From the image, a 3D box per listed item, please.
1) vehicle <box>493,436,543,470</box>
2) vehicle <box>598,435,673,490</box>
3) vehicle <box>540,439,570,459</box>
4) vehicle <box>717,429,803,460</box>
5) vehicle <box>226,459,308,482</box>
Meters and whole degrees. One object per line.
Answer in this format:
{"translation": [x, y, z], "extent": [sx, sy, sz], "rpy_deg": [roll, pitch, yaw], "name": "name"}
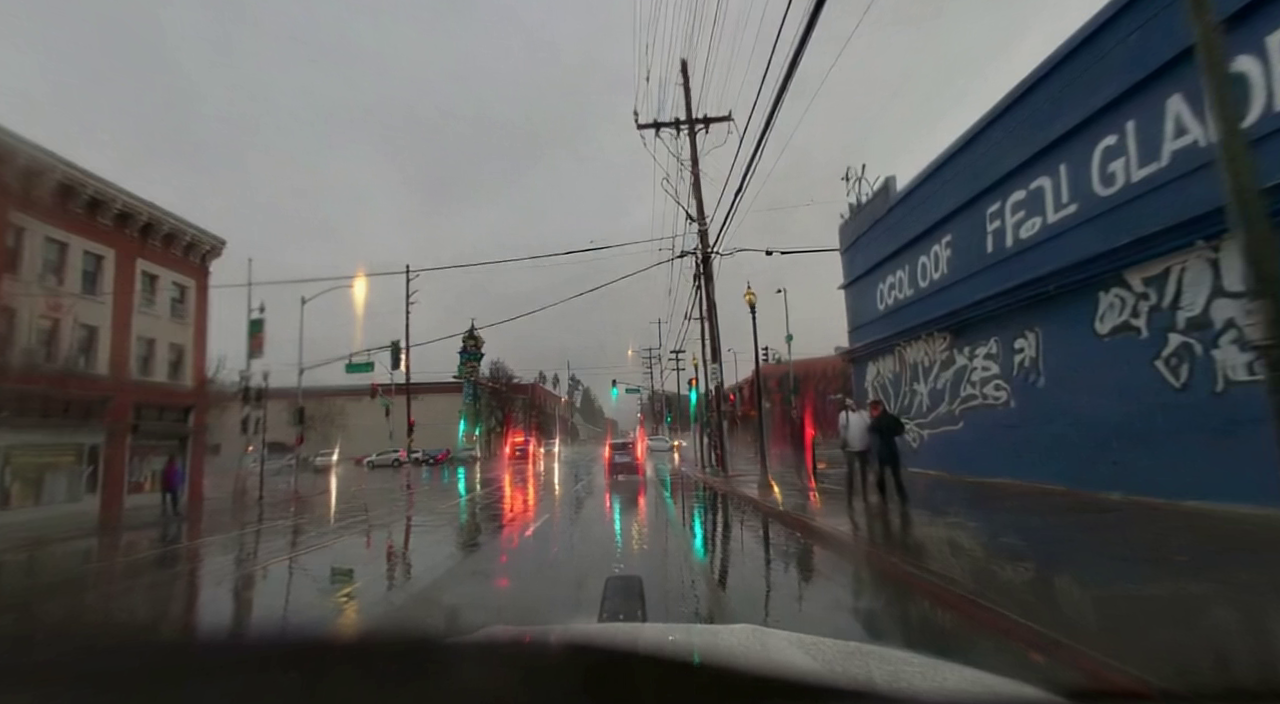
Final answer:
{"translation": [-6.709, 5.614, 35.298], "extent": [2.063, 1.751, 4.229], "rpy_deg": [0, -8, -2], "name": "vehicle"}
{"translation": [-0.201, 3.380, 19.660], "extent": [2.059, 1.497, 4.260], "rpy_deg": [0, -8, -2], "name": "vehicle"}
{"translation": [-6.384, 7.326, 47.753], "extent": [2.097, 1.457, 4.439], "rpy_deg": [1, -8, -6], "name": "vehicle"}
{"translation": [7.230, 5.575, 38.270], "extent": [4.714, 1.686, 1.973], "rpy_deg": [0, -5, -6], "name": "vehicle"}
{"translation": [-26.085, 8.261, 44.285], "extent": [4.479, 1.484, 2.036], "rpy_deg": [0, -8, 3], "name": "vehicle"}
